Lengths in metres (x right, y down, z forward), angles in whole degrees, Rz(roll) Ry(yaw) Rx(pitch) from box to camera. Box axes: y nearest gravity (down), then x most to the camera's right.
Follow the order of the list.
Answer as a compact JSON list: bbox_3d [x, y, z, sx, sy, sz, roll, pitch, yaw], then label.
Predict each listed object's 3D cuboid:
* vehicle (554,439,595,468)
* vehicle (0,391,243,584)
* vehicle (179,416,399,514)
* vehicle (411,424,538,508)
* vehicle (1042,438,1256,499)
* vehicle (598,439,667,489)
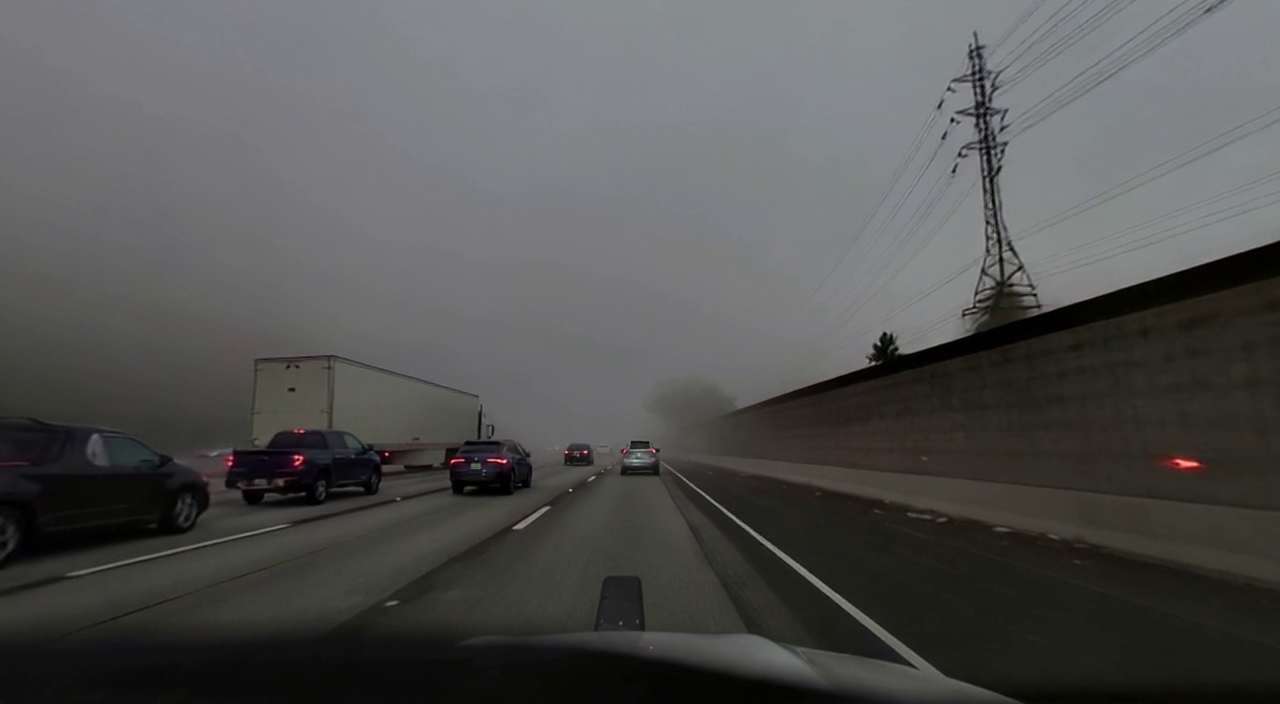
[{"bbox_3d":[-3.981,6.260,39.175,1.976,1.705,4.176,0,-8,1],"label":"vehicle"},{"bbox_3d":[-6.941,1.448,7.134,2.027,1.762,4.386,0,-9,0],"label":"vehicle"},{"bbox_3d":[-7.572,2.500,14.453,2.054,1.825,5.072,0,-8,1],"label":"vehicle"},{"bbox_3d":[-3.799,2.701,15.354,1.923,1.716,4.289,0,-9,0],"label":"vehicle"},{"bbox_3d":[14.088,3.229,17.993,2.027,1.478,4.849,0,-9,-1],"label":"vehicle"},{"bbox_3d":[-0.256,3.686,21.122,2.089,1.477,3.818,0,-8,-1],"label":"vehicle"}]
